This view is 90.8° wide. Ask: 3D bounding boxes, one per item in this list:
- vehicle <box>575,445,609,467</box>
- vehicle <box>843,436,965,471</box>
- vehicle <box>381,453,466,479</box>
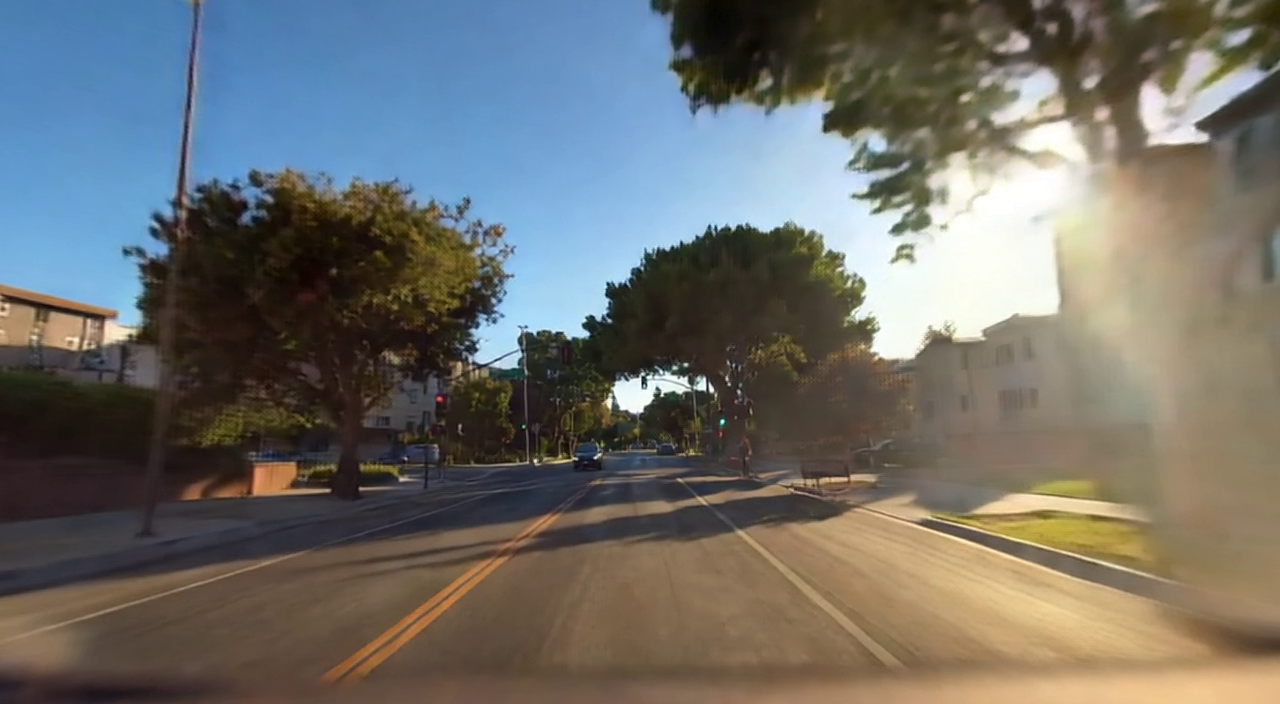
[{"bbox_3d":[-3.471,7.665,46.393,2.015,1.508,4.353,0,-10,2],"label":"vehicle"},{"bbox_3d":[12.697,4.928,30.562,4.908,1.521,2.108,-1,-10,-4],"label":"vehicle"},{"bbox_3d":[-12.398,6.566,36.393,4.135,1.424,1.945,-1,-10,5],"label":"vehicle"}]
